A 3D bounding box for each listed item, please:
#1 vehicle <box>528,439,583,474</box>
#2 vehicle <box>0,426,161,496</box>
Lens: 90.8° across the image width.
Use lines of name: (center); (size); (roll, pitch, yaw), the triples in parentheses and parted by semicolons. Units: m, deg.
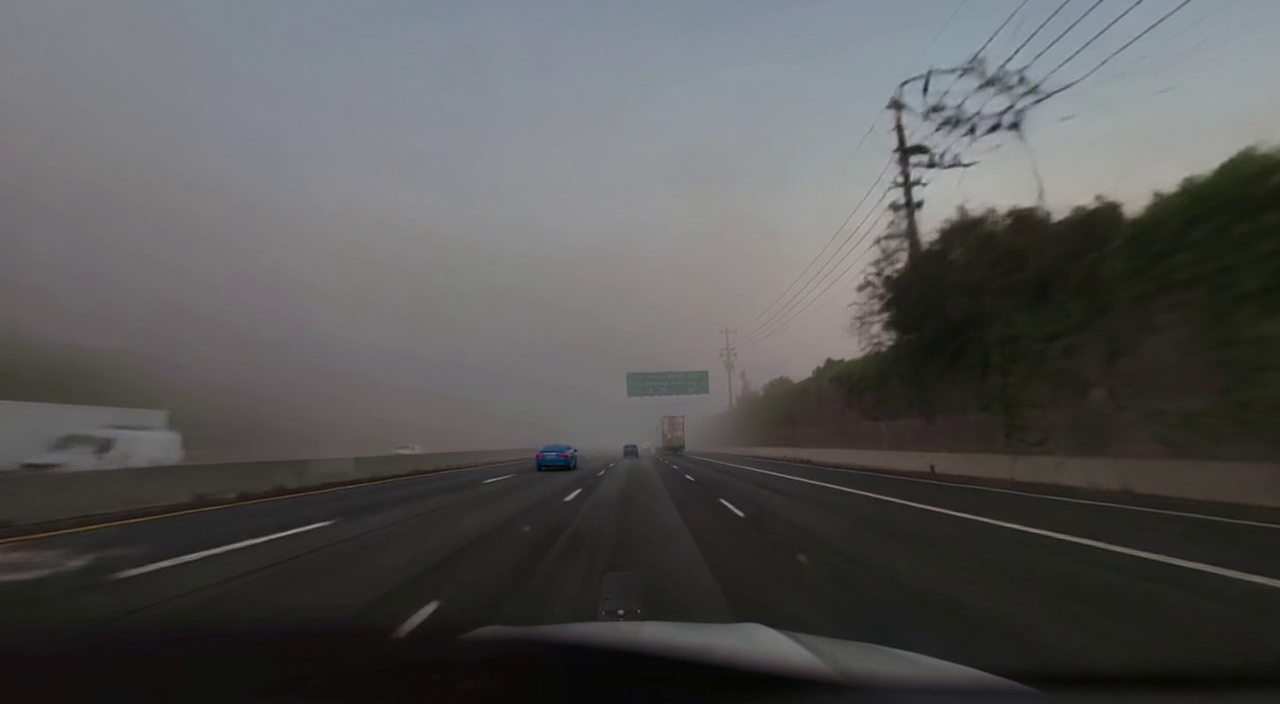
vehicle: (-3.891, 4.903, 29.833); (2.009, 1.533, 4.175); (0, -9, 1)
vehicle: (-20.892, 3.859, 22.685); (2.740, 2.168, 5.878); (0, -9, -1)
